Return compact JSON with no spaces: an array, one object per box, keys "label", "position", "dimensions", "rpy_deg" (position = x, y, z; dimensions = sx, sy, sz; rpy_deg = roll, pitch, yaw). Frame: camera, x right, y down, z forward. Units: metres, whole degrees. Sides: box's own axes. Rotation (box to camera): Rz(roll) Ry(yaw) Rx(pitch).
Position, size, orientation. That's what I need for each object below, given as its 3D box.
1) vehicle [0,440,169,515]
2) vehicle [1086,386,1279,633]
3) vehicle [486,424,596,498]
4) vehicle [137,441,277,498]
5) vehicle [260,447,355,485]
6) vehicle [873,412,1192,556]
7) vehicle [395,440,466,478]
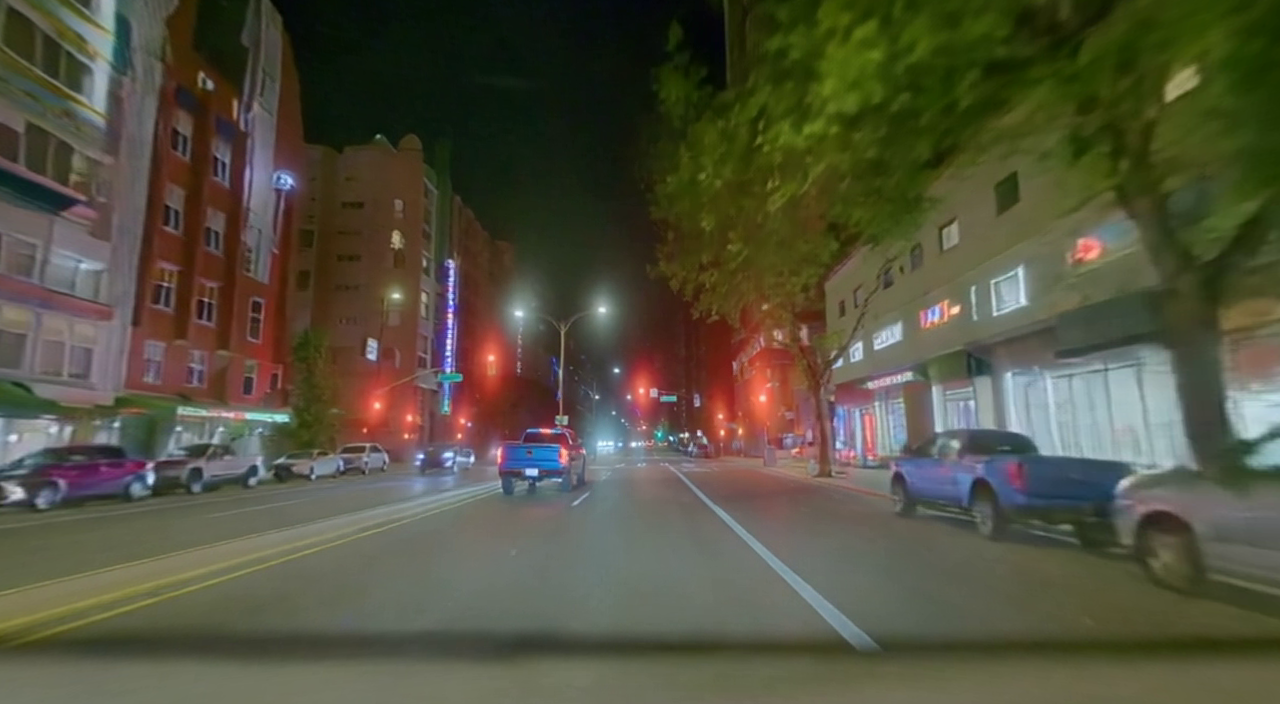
[{"label":"vehicle","position":[-16.170,3.463,17.905],"dimensions":[1.928,1.824,4.664],"rpy_deg":[0,-9,0]},{"label":"vehicle","position":[5.819,1.112,4.286],"dimensions":[2.043,1.841,4.842],"rpy_deg":[0,-9,1]},{"label":"vehicle","position":[-2.613,3.078,18.131],"dimensions":[2.197,1.786,5.365],"rpy_deg":[0,-9,1]},{"label":"vehicle","position":[-15.973,4.309,23.657],"dimensions":[1.948,1.827,4.730],"rpy_deg":[-2,-8,0]},{"label":"vehicle","position":[-16.014,5.489,30.697],"dimensions":[2.100,1.596,4.739],"rpy_deg":[-2,-9,0]},{"label":"vehicle","position":[5.875,2.041,10.470],"dimensions":[2.137,1.795,4.854],"rpy_deg":[0,-9,0]},{"label":"vehicle","position":[-9.932,5.095,30.235],"dimensions":[1.894,1.636,4.057],"rpy_deg":[0,-9,1]}]
